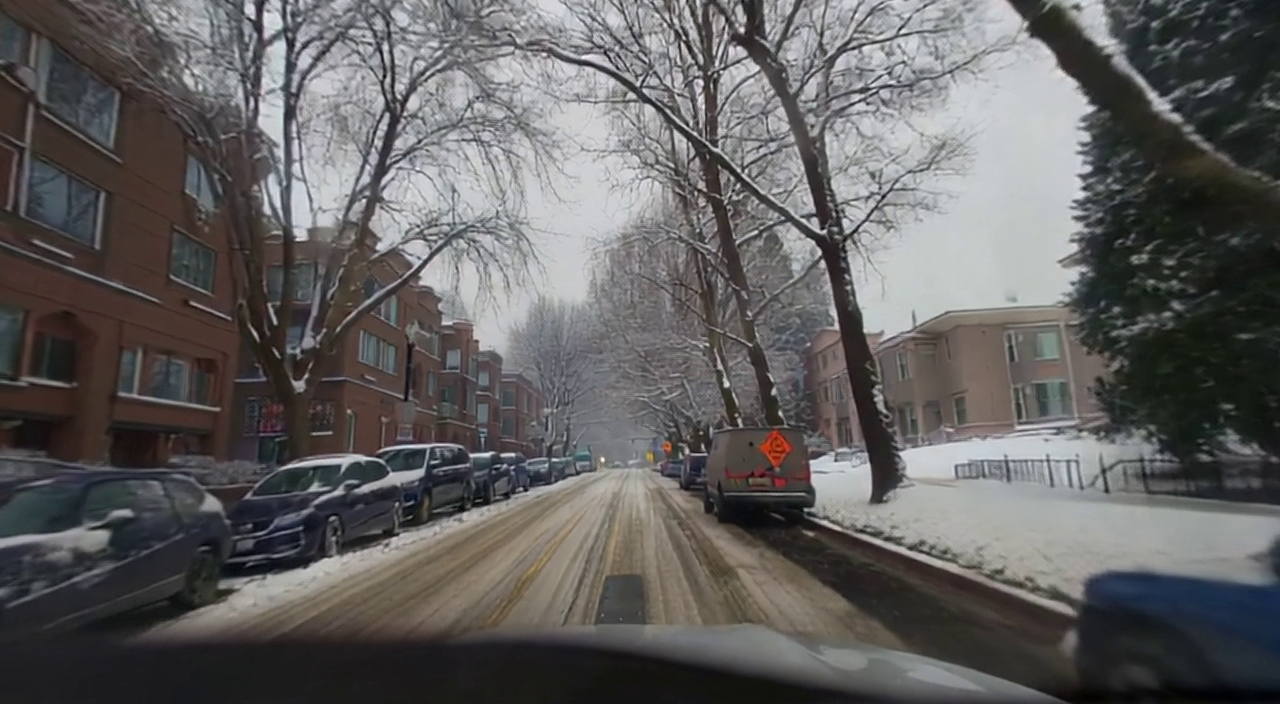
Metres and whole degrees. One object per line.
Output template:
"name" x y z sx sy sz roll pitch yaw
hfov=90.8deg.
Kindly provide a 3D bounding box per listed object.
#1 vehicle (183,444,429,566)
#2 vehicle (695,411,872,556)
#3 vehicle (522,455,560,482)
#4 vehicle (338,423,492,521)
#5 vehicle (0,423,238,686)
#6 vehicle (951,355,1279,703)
"vehicle" -5.617 2.578 11.509 1.838 1.725 4.660 -1 -9 1
"vehicle" 2.643 2.454 13.280 2.259 2.119 5.281 -1 -2 -3
"vehicle" -5.807 6.880 37.480 1.722 1.491 3.431 0 -9 0
"vehicle" -5.637 3.230 16.862 2.196 2.059 5.748 -2 -12 -2
"vehicle" -5.575 1.562 4.637 2.101 1.646 5.001 -2 -2 -1
"vehicle" 2.842 0.721 1.029 2.031 1.655 5.148 0 -9 0
